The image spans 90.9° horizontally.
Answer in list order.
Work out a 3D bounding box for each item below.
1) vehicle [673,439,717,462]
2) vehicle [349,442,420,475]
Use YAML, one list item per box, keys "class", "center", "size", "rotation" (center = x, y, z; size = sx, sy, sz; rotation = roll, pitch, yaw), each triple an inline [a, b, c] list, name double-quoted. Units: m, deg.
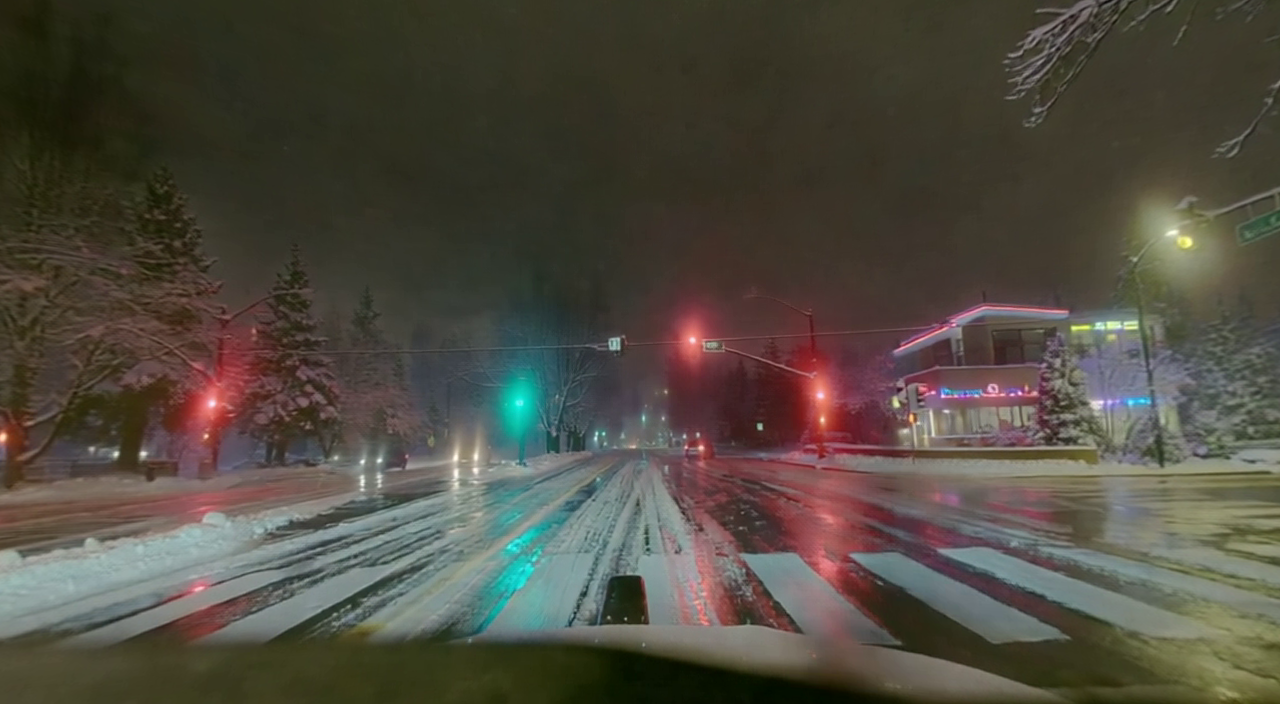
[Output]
- class: "vehicle"
  center: [3.871, 6.831, 43.702]
  size: [2.521, 1.522, 4.418]
  rotation: [-2, -9, 12]
- class: "vehicle"
  center: [-14.819, 6.191, 36.844]
  size: [2.169, 1.753, 4.640]
  rotation: [0, -9, 1]
